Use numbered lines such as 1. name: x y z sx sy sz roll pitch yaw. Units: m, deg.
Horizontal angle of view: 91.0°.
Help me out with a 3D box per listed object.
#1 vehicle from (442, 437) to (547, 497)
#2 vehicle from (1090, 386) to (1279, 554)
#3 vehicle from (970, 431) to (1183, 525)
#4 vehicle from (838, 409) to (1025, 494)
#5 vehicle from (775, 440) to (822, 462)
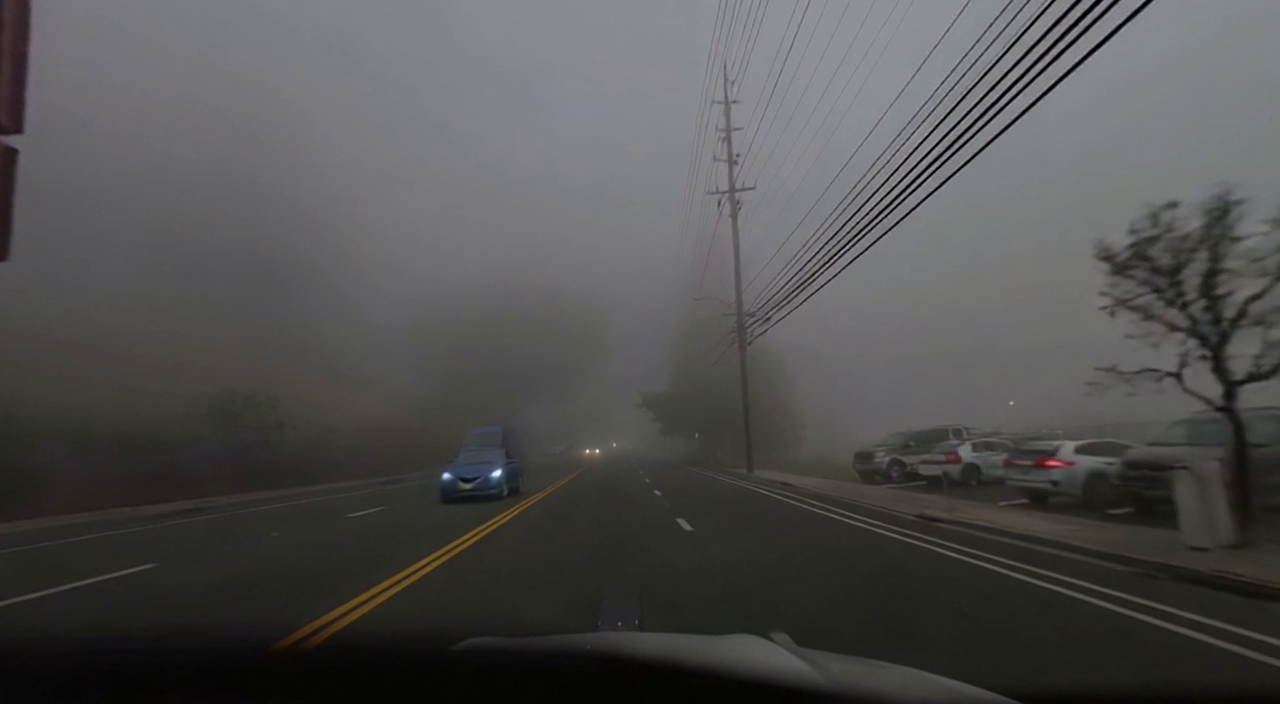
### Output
1. vehicle: -4.180 3.368 18.852 1.998 1.562 4.433 0 -8 1
2. vehicle: 9.662 1.751 9.888 5.414 2.035 2.476 6 -10 -36
3. vehicle: 9.177 2.504 13.149 4.480 1.616 2.180 6 -10 -36
4. vehicle: 9.484 3.135 20.204 6.532 2.291 2.575 6 -10 -37
5. vehicle: 11.679 7.298 46.656 2.143 1.518 4.893 0 -8 -1
